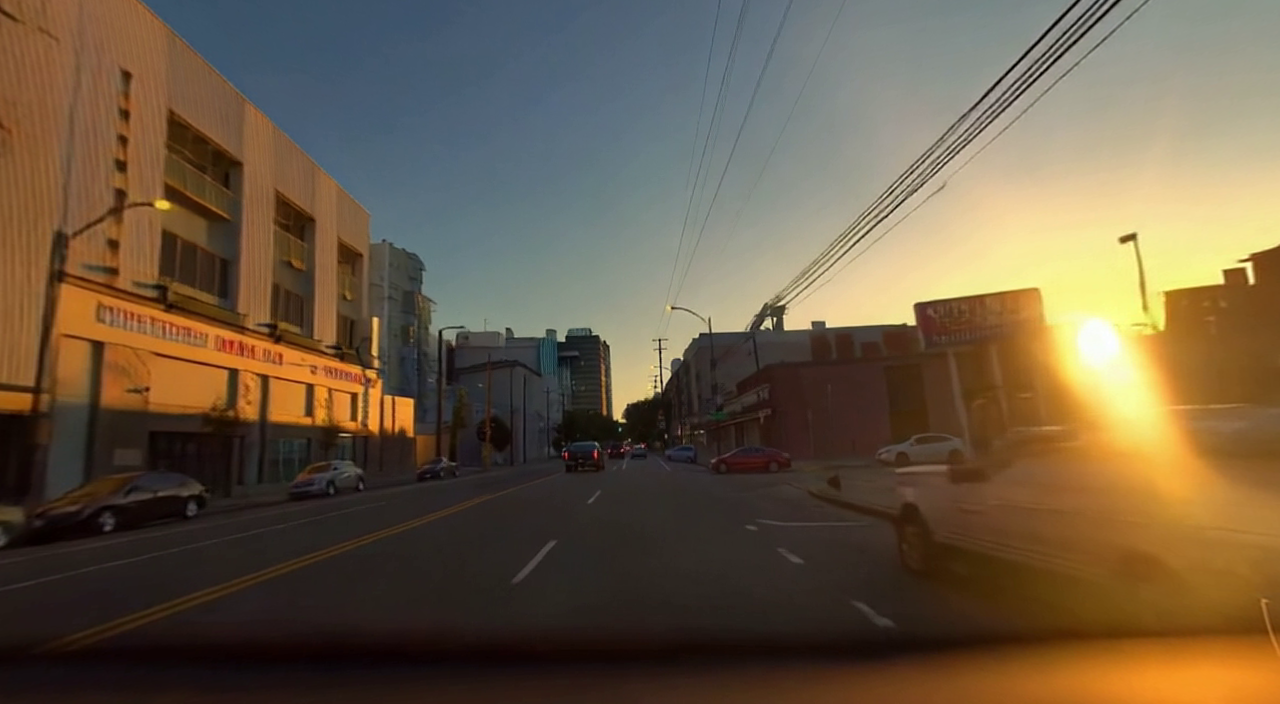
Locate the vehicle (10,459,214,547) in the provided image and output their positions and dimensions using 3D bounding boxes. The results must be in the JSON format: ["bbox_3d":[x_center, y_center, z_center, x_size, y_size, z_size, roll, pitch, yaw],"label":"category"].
[{"bbox_3d":[-15.323,4.310,18.772,2.081,1.791,4.799,-6,-7,-1],"label":"vehicle"}]

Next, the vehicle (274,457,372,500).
[{"bbox_3d":[-15.423,6.156,31.130,1.966,1.760,5.423,-1,-8,1],"label":"vehicle"}]

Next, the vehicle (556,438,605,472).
[{"bbox_3d":[-3.398,6.028,37.100,2.348,1.831,4.737,0,-8,0],"label":"vehicle"}]

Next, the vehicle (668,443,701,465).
[{"bbox_3d":[3.265,7.586,47.026,2.007,1.558,4.464,0,-8,-2],"label":"vehicle"}]

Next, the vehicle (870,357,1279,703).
[{"bbox_3d":[3.821,1.166,4.802,2.048,1.658,5.559,0,-8,0],"label":"vehicle"}]

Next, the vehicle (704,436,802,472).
[{"bbox_3d":[5.357,4.926,30.538,4.474,1.632,2.234,-1,-8,5],"label":"vehicle"}]

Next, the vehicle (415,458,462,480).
[{"bbox_3d":[-15.695,9.086,49.430,2.073,1.492,4.687,0,-8,0],"label":"vehicle"}]
